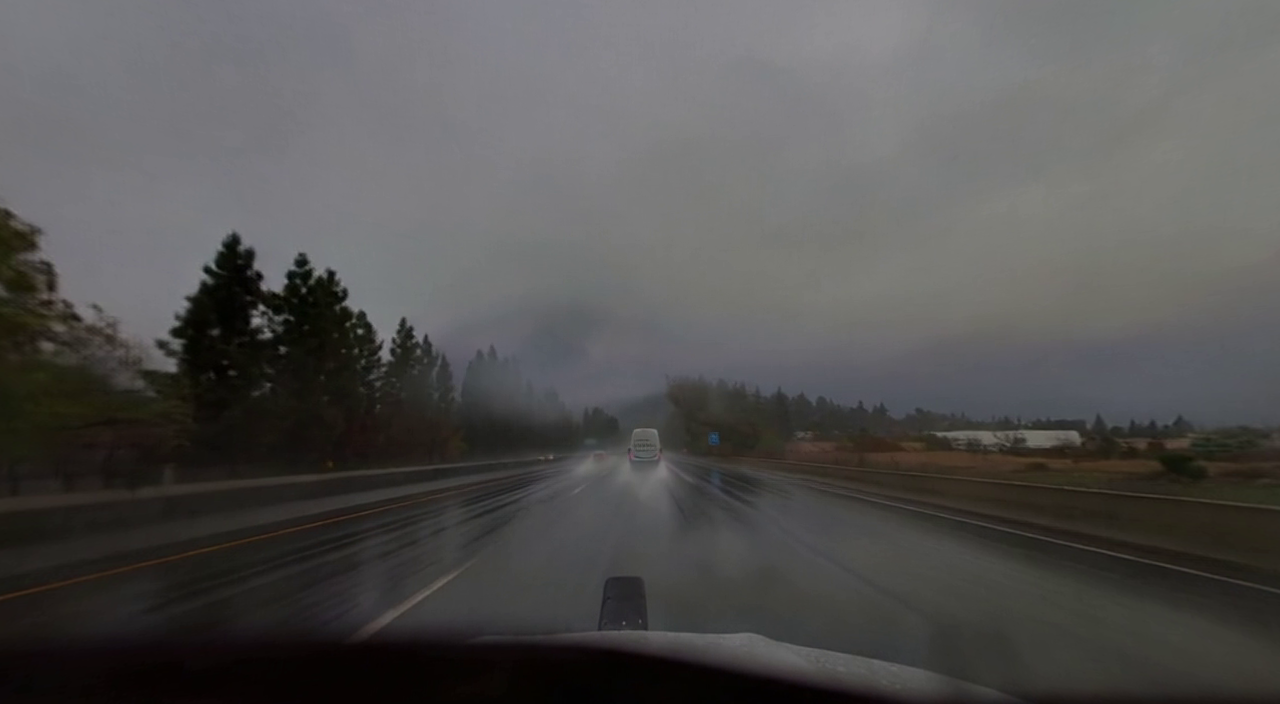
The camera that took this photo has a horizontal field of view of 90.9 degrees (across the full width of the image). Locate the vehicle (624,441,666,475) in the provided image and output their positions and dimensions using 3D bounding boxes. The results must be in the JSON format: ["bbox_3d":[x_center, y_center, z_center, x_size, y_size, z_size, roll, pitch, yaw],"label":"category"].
[{"bbox_3d":[0.244,5.692,33.973,2.172,1.687,3.929,0,-9,0],"label":"vehicle"}]
